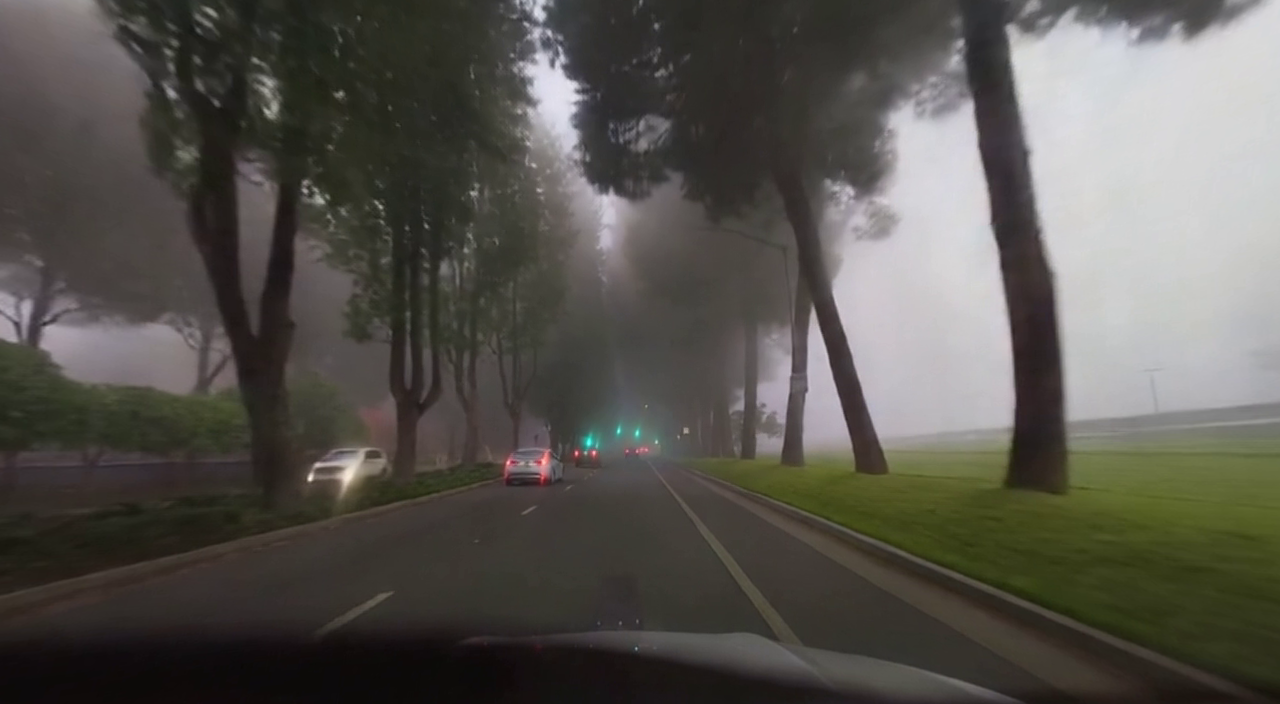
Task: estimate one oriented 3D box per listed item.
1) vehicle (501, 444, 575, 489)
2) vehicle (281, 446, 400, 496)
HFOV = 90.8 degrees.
[{"bbox_3d":[-3.597,4.105,22.992,1.932,1.431,4.144,0,-9,1],"label":"vehicle"},{"bbox_3d":[-11.738,4.662,25.314,2.109,1.729,5.492,0,-9,0],"label":"vehicle"}]
